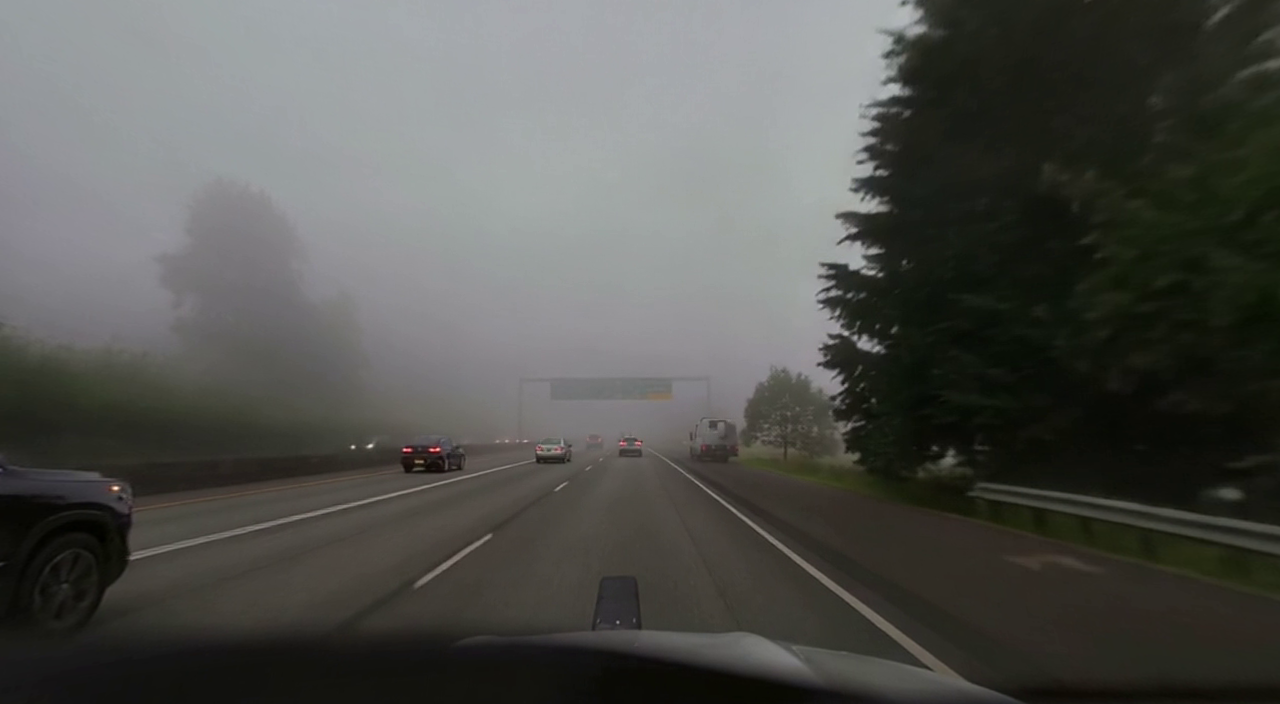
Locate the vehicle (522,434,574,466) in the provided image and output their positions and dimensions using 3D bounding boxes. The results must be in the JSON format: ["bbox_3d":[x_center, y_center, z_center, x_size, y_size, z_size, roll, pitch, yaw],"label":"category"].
[{"bbox_3d":[-4.474,4.805,31.080,1.909,1.445,4.087,0,-8,0],"label":"vehicle"}]

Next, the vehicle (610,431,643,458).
[{"bbox_3d":[-0.849,5.939,40.395,2.002,1.611,3.778,0,-8,0],"label":"vehicle"}]

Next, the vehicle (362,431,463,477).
[{"bbox_3d":[-8.310,3.755,23.511,1.953,1.524,4.863,0,-8,0],"label":"vehicle"}]

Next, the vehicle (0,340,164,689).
[{"bbox_3d":[-4.344,0.705,2.172,1.971,1.822,4.366,0,-8,-1],"label":"vehicle"}]
